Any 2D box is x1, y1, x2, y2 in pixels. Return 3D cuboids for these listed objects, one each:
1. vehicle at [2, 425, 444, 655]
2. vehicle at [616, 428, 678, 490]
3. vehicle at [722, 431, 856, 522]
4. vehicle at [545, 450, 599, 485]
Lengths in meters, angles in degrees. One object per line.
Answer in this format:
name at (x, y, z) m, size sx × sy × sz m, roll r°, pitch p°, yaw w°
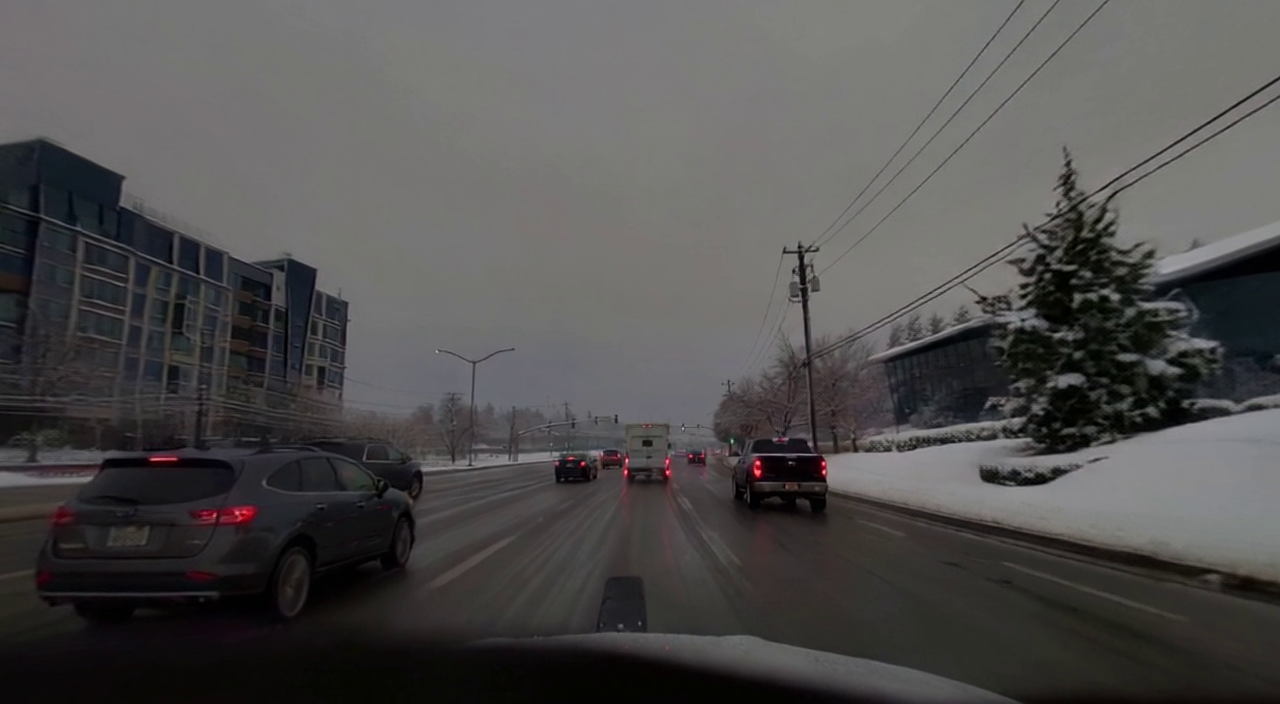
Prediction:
vehicle at (-3.628, 1.647, 6.488) m, size 1.934 × 1.643 × 3.718 m, roll 0°, pitch -9°, yaw 1°
vehicle at (0.458, 4.707, 28.029) m, size 2.457 × 2.440 × 5.486 m, roll -1°, pitch -9°, yaw 4°
vehicle at (3.484, 3.006, 15.737) m, size 2.283 × 1.923 × 4.427 m, roll 0°, pitch -9°, yaw 1°
vehicle at (-3.241, 5.649, 30.961) m, size 1.984 × 1.567 × 4.311 m, roll 0°, pitch -9°, yaw 3°
